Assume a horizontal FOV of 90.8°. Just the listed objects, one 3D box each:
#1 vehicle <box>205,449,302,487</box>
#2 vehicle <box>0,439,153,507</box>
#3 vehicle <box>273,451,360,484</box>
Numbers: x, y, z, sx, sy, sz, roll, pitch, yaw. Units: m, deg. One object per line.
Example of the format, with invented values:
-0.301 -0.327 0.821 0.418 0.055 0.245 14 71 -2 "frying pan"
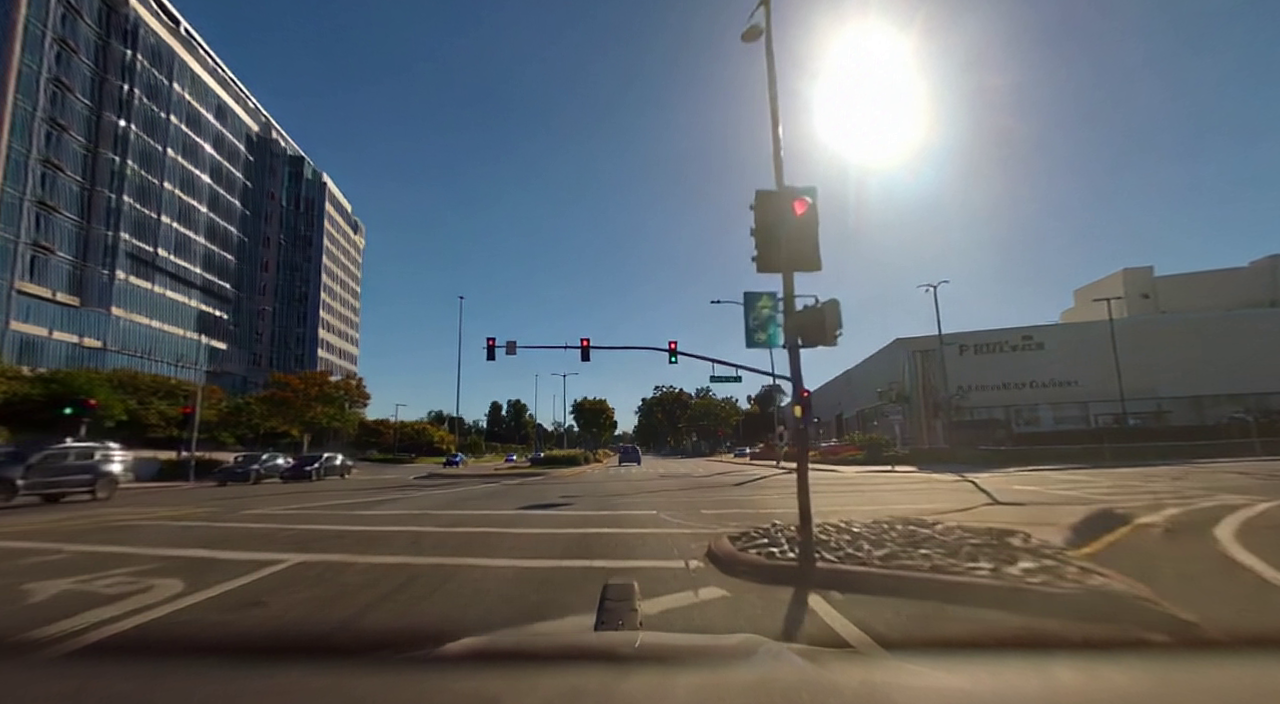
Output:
-19.703 5.897 32.473 2.093 1.654 4.601 -3 -8 0 "vehicle"
-19.910 4.012 21.424 2.380 1.963 5.458 -2 -8 1 "vehicle"
-16.368 5.829 32.297 1.922 1.448 4.702 -2 -8 1 "vehicle"
